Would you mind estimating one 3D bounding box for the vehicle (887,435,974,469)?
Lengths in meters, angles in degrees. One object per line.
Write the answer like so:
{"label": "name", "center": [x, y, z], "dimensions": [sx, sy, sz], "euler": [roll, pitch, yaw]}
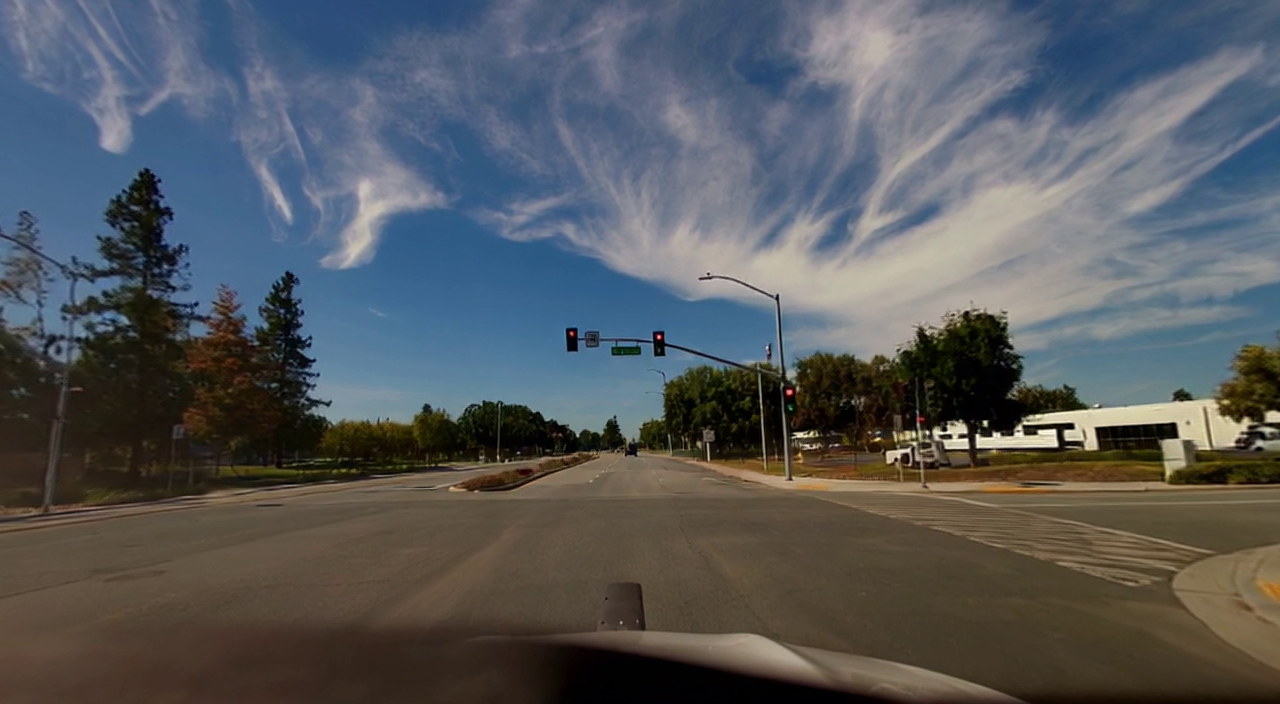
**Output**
{"label": "vehicle", "center": [14.966, 5.206, 32.856], "dimensions": [1.959, 1.471, 4.570], "euler": [-4, -8, -5]}
